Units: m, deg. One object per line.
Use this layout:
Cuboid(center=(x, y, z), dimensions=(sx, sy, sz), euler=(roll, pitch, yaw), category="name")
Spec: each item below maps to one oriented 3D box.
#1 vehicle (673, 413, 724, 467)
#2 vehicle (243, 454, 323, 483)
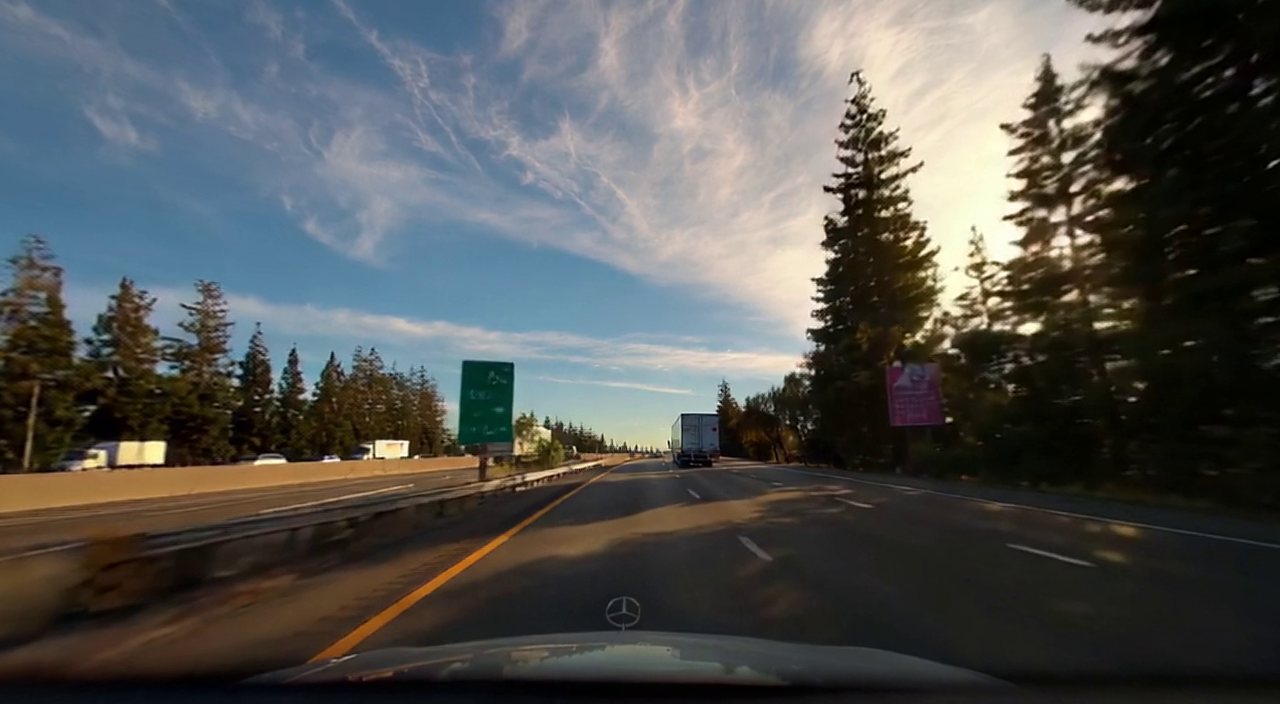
Cuboid(center=(4.291, 7.009, 49.429), dimensions=(2.928, 3.595, 13.975), euler=(0, -9, 1), category="vehicle")
Cuboid(center=(-19.834, 6.482, 35.285), dimensions=(1.833, 1.438, 4.011), euler=(-1, -9, 5), category="vehicle")
